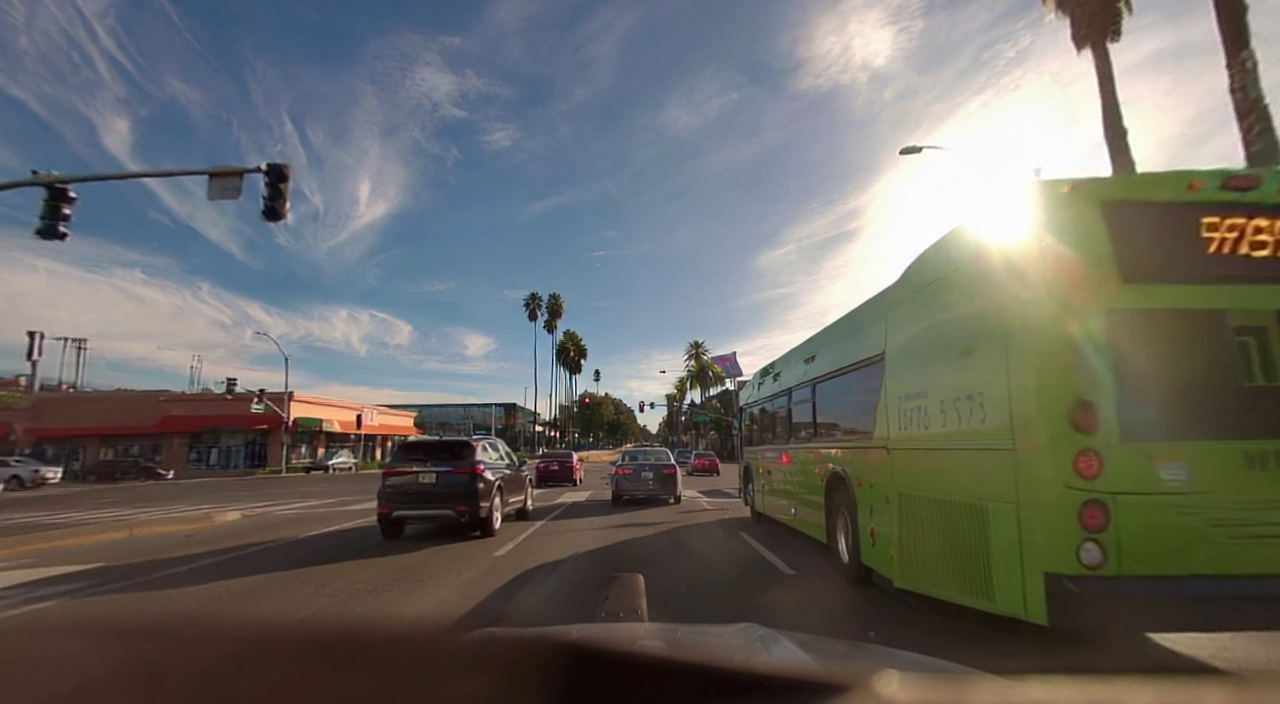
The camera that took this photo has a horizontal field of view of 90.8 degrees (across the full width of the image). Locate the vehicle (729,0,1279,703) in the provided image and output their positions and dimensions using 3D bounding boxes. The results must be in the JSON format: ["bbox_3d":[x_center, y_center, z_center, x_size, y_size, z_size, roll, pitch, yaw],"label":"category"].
[{"bbox_3d":[3.842,0.817,9.721,3.068,4.026,13.534,0,-9,0],"label":"vehicle"}]

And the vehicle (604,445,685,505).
[{"bbox_3d":[0.158,3.429,17.989,2.060,1.499,3.831,0,-9,1],"label":"vehicle"}]

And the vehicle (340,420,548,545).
[{"bbox_3d":[-3.263,2.315,11.881,2.145,1.824,4.974,-1,-9,2],"label":"vehicle"}]

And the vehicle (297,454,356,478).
[{"bbox_3d":[-23.325,8.446,46.960,4.679,1.679,1.899,-7,-11,37],"label":"vehicle"}]

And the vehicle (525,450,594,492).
[{"bbox_3d":[-2.938,4.435,23.902,1.919,1.415,4.178,-1,-9,2],"label":"vehicle"}]

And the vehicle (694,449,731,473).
[{"bbox_3d":[4.709,7.163,41.603,1.989,1.467,4.364,0,-9,1],"label":"vehicle"}]

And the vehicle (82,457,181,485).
[{"bbox_3d":[-34.699,8.146,43.246,4.872,1.622,2.022,-1,-9,-7],"label":"vehicle"}]
